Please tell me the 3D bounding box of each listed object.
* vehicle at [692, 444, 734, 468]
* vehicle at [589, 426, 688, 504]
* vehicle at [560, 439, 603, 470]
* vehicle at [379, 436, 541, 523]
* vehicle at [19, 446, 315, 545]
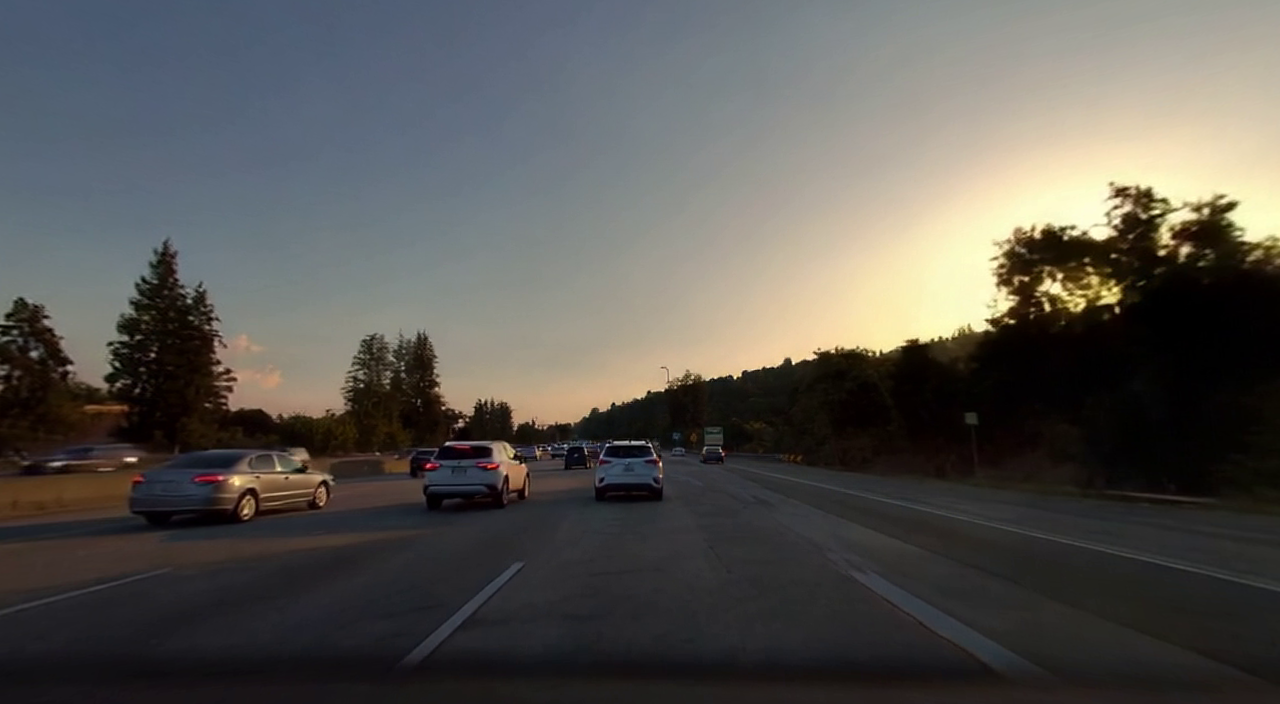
[{"bbox_3d":[4.586,6.637,40.403,2.006,1.474,4.669,0,-9,-2],"label":"vehicle"},{"bbox_3d":[-0.027,2.855,16.237,2.223,1.722,4.177,0,-9,0],"label":"vehicle"},{"bbox_3d":[-3.497,6.223,38.431,2.142,1.808,4.266,0,-9,1],"label":"vehicle"},{"bbox_3d":[-3.486,2.543,13.168,2.011,1.498,4.341,0,-9,1],"label":"vehicle"},{"bbox_3d":[-7.792,2.350,11.034,1.948,1.391,4.111,0,-9,1],"label":"vehicle"}]
